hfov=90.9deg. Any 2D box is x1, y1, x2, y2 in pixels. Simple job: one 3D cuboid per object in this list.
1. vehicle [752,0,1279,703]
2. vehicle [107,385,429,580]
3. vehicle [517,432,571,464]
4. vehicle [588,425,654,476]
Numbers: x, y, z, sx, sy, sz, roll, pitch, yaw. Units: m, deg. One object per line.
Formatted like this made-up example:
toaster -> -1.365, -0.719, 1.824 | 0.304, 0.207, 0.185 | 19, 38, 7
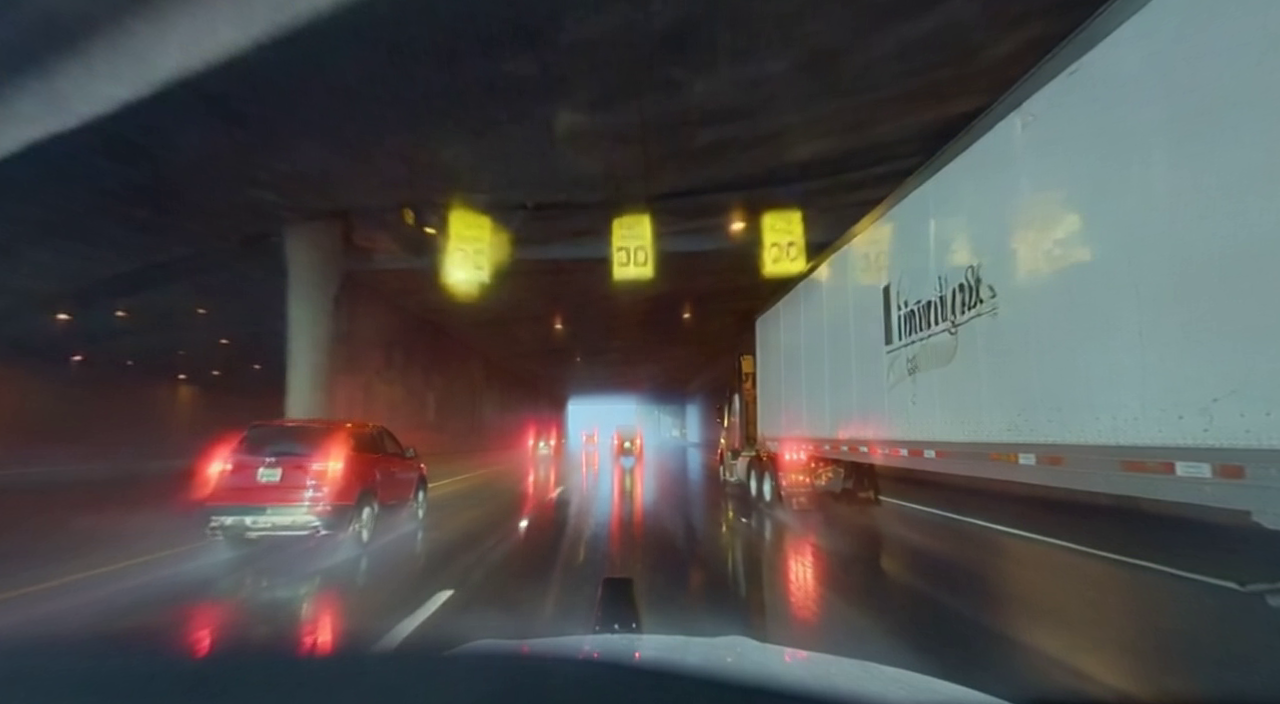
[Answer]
vehicle -> 3.908, 0.012, 5.841 | 2.842, 4.108, 14.081 | 0, -8, -1
vehicle -> -3.750, 1.335, 7.031 | 1.826, 1.695, 2.870 | 0, -8, -1
vehicle -> -4.639, 4.702, 31.059 | 2.019, 1.435, 4.317 | 0, -8, -1
vehicle -> -0.647, 3.412, 22.083 | 2.094, 1.600, 3.666 | 0, -8, -1
